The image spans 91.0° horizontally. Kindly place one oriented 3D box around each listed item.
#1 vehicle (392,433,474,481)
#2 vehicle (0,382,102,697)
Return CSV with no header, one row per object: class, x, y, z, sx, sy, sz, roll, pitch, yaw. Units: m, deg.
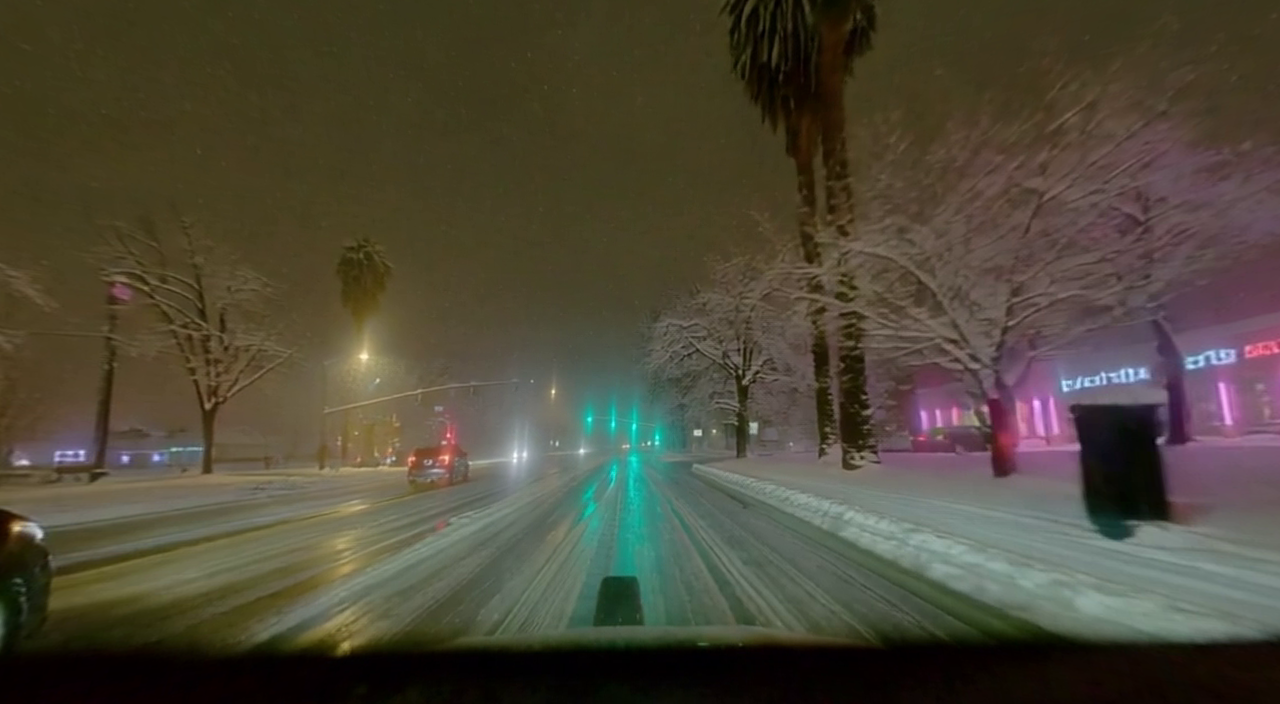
vehicle,-8.623,4.399,26.655,2.136,1.844,4.363,1,-8,-3
vehicle,-4.415,0.767,1.799,2.041,1.666,4.182,0,-8,-1
